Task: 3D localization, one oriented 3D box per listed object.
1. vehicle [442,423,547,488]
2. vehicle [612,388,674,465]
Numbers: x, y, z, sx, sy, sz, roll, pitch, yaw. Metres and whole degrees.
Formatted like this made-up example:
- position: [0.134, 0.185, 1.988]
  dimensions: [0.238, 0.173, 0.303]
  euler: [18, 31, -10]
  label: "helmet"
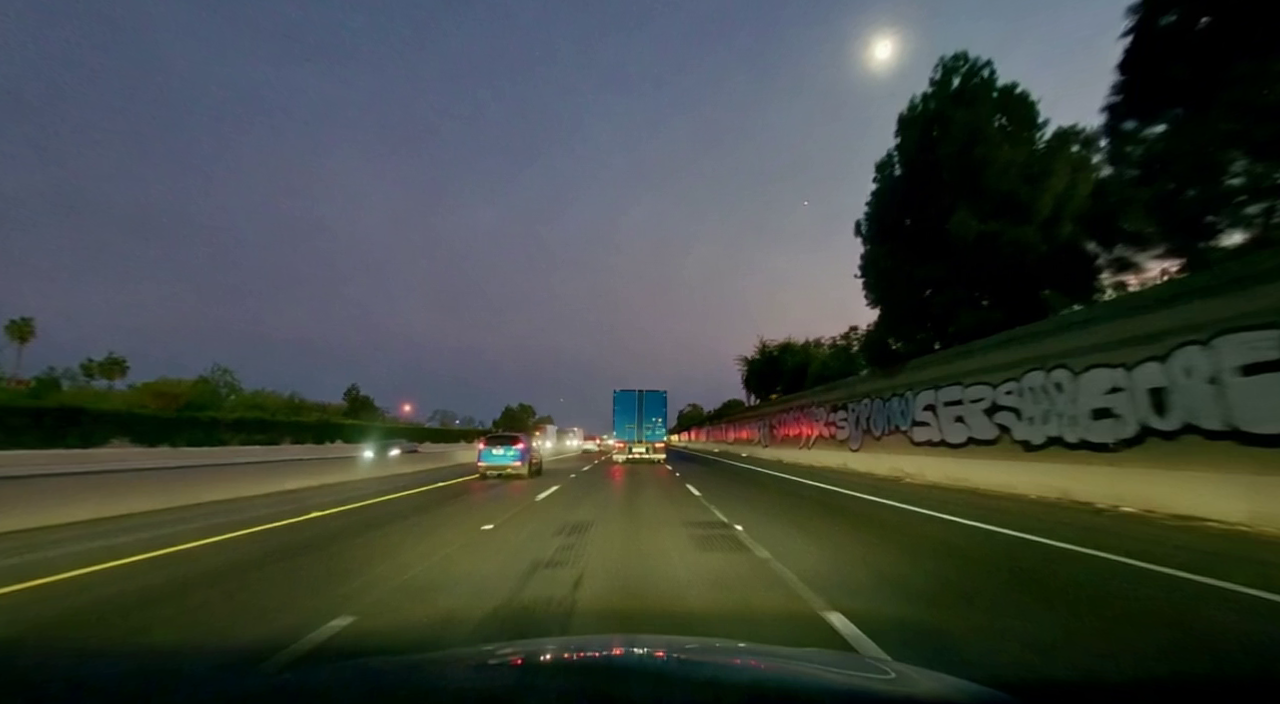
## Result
- position: [-4.053, 2.946, 18.326]
  dimensions: [2.058, 1.645, 4.130]
  euler: [0, -8, 0]
  label: "vehicle"
- position: [0.048, 4.137, 34.418]
  dimensions: [2.927, 3.649, 9.443]
  euler: [0, -8, -1]
  label: "vehicle"
